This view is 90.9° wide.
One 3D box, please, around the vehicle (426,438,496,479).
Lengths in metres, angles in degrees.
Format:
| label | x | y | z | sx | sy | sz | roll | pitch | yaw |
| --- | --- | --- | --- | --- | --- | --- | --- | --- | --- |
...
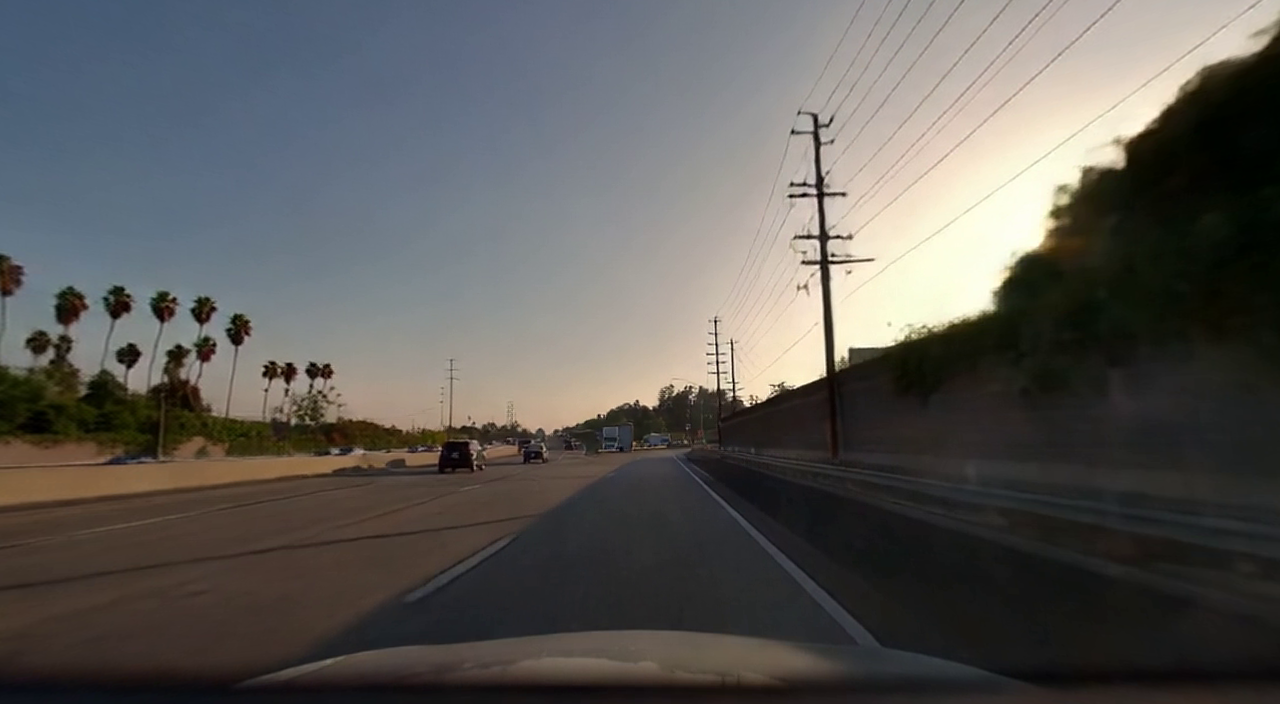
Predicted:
| label | x | y | z | sx | sy | sz | roll | pitch | yaw |
| --- | --- | --- | --- | --- | --- | --- | --- | --- | --- |
| vehicle | -7.603 | 4.569 | 27.218 | 2.029 | 1.609 | 3.935 | 0 | -8 | -3 |
